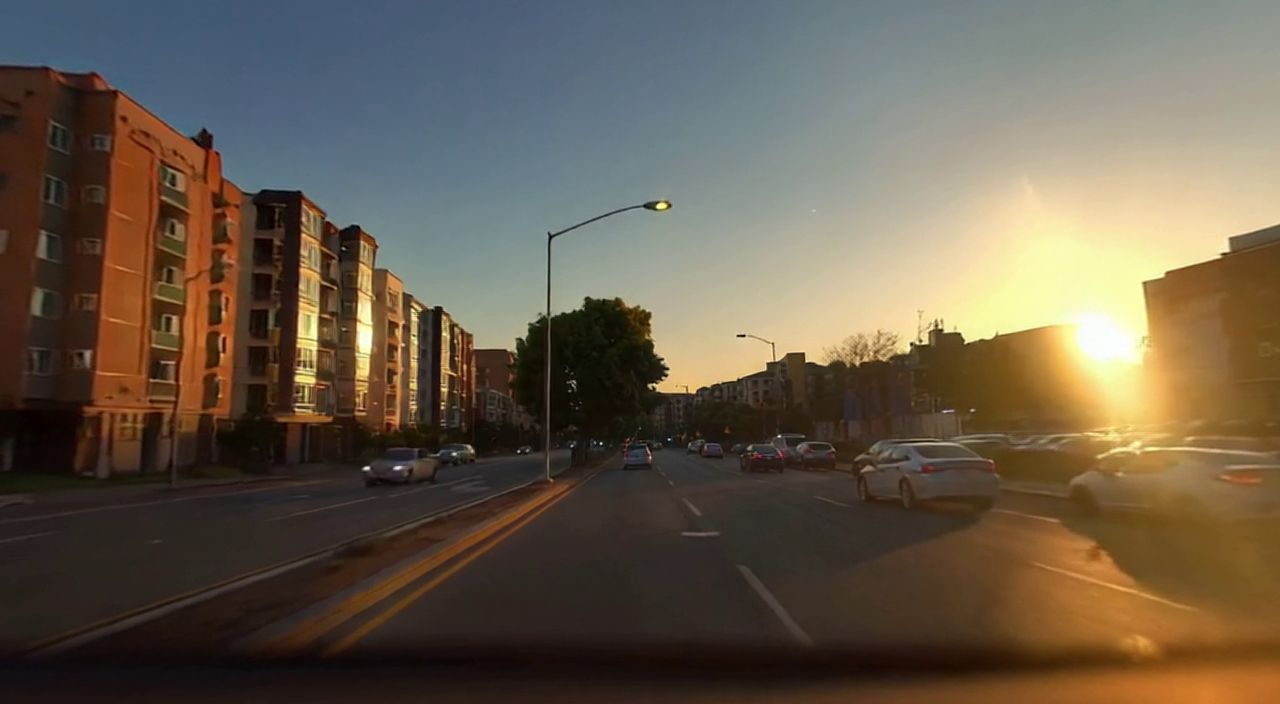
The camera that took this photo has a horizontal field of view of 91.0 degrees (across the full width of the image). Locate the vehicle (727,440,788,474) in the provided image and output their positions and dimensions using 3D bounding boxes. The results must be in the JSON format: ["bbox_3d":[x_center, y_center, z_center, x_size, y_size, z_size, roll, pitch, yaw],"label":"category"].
[{"bbox_3d":[5.777,5.219,31.438,2.154,1.554,4.149,0,-9,-2],"label":"vehicle"}]

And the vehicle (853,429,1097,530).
[{"bbox_3d":[6.097,2.372,12.384,2.121,1.557,4.898,0,-9,0],"label":"vehicle"}]

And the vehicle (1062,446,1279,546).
[{"bbox_3d":[10.110,2.408,11.222,1.930,1.426,4.501,1,-9,-2],"label":"vehicle"}]

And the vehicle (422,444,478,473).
[{"bbox_3d":[-11.817,6.610,39.463,2.036,1.697,4.680,0,-9,0],"label":"vehicle"}]

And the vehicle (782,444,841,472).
[{"bbox_3d":[9.981,6.167,36.930,2.089,1.508,4.323,0,-9,-2],"label":"vehicle"}]

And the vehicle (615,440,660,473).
[{"bbox_3d":[-0.131,5.212,31.600,2.106,1.553,3.964,0,-9,0],"label":"vehicle"}]

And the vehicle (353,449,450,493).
[{"bbox_3d":[-8.457,4.219,22.752,1.869,1.419,4.183,0,-9,0],"label":"vehicle"}]
